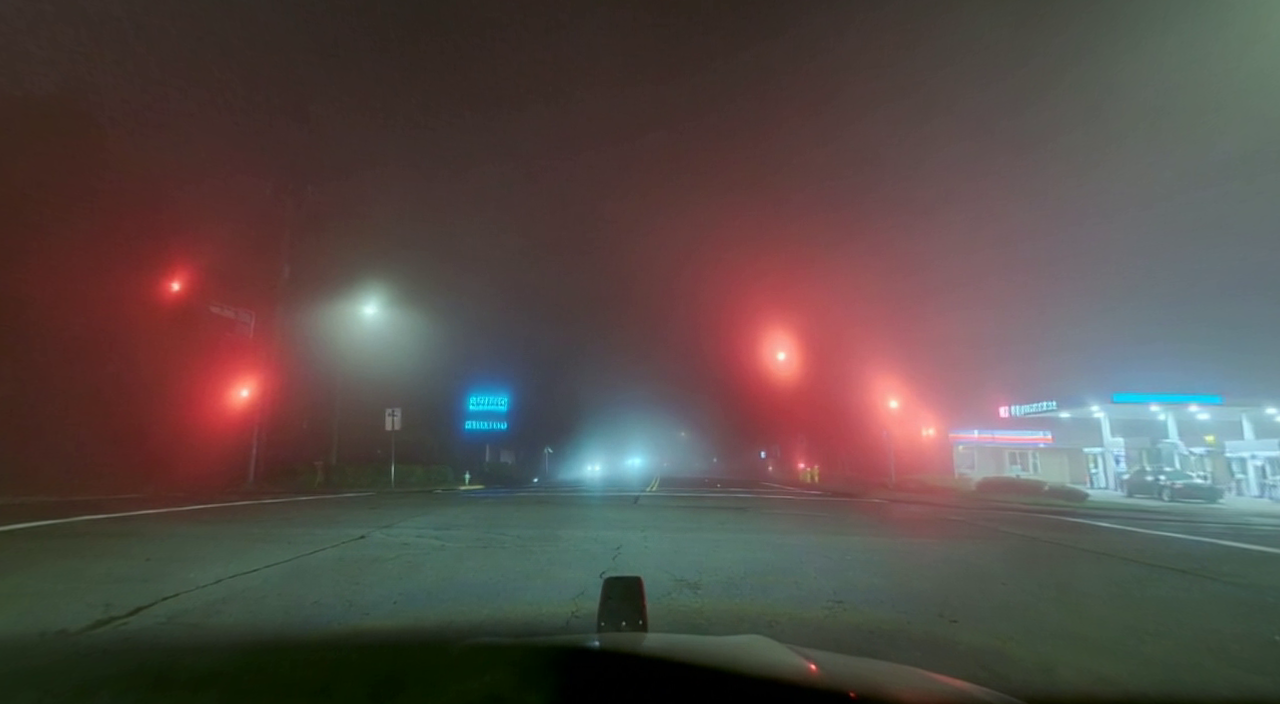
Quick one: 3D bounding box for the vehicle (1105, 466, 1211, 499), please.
[{"bbox_3d":[28.016,7.053,34.323,1.897,1.466,4.211,1,-8,-6],"label":"vehicle"}]
